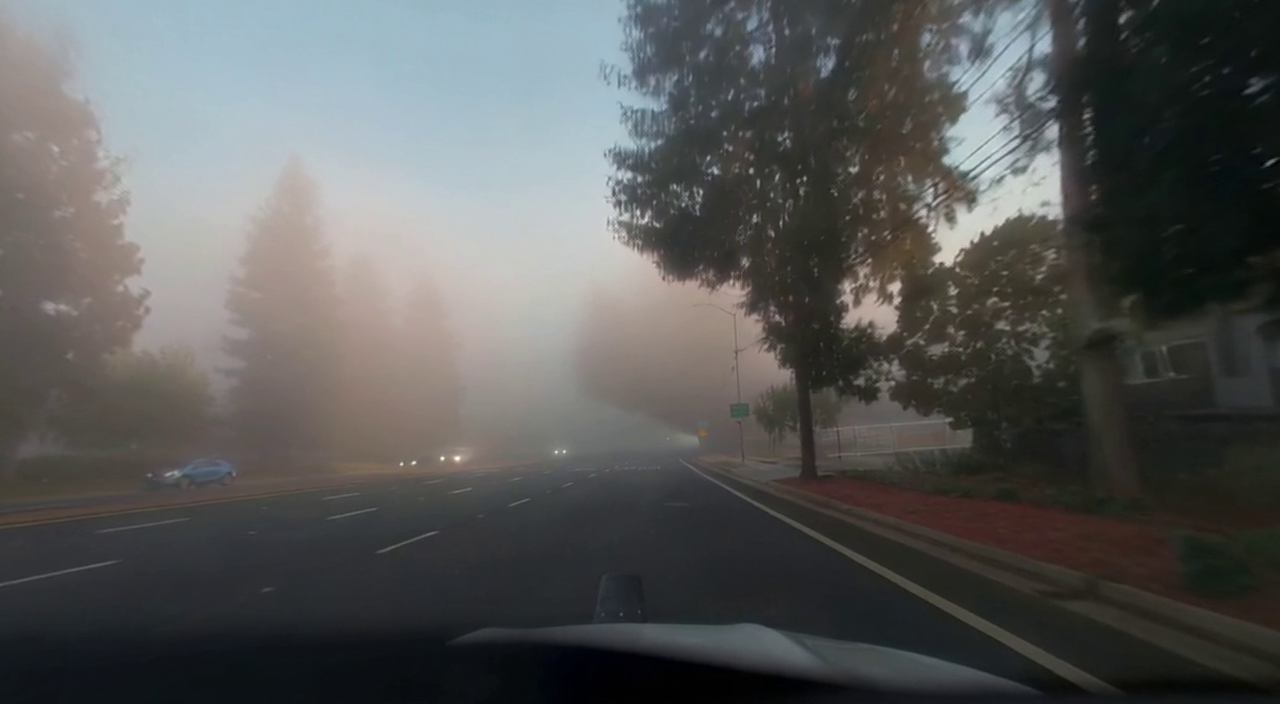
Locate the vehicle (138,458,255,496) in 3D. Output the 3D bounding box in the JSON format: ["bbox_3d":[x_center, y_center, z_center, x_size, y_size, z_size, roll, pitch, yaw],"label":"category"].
[{"bbox_3d":[-20.140,5.671,28.967,1.806,1.438,4.461,-1,-8,7],"label":"vehicle"}]
